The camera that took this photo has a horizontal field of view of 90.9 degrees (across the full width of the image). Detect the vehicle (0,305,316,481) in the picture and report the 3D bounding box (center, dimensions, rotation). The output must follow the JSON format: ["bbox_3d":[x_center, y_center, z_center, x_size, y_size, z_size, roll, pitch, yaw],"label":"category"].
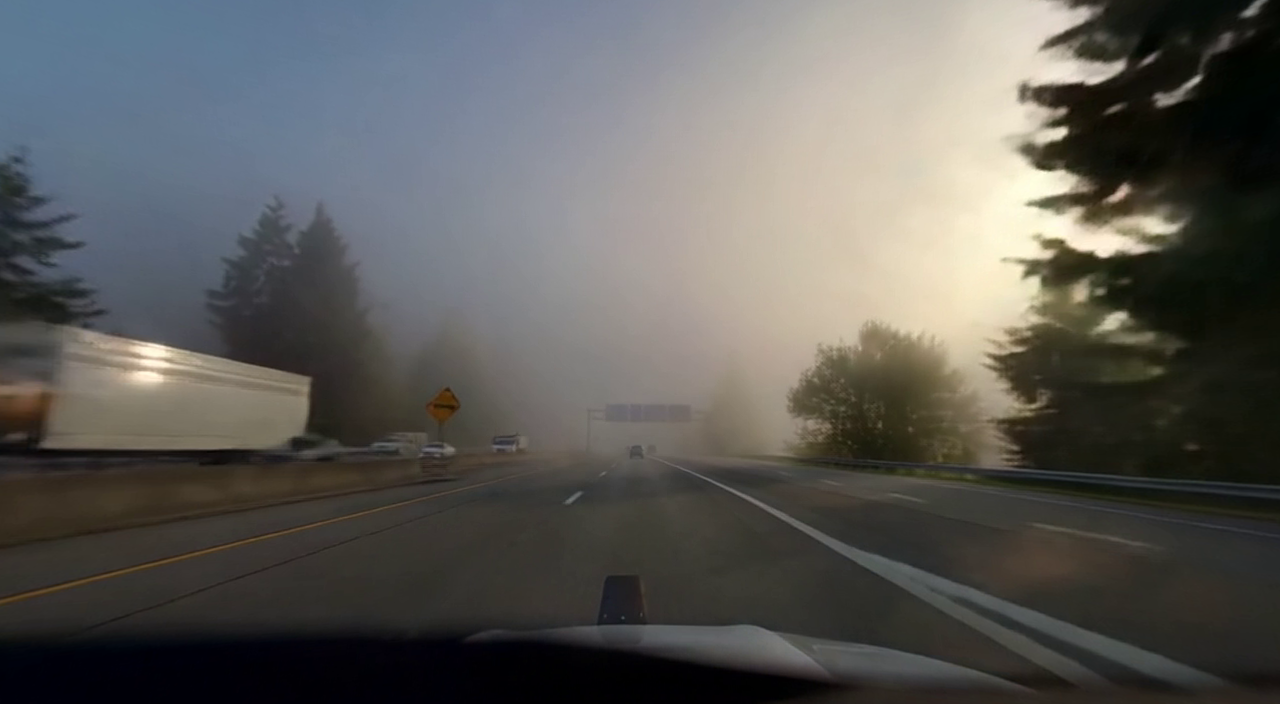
[{"bbox_3d":[-16.307,1.991,21.017,2.743,4.034,16.022,-1,-9,-1],"label":"vehicle"}]
